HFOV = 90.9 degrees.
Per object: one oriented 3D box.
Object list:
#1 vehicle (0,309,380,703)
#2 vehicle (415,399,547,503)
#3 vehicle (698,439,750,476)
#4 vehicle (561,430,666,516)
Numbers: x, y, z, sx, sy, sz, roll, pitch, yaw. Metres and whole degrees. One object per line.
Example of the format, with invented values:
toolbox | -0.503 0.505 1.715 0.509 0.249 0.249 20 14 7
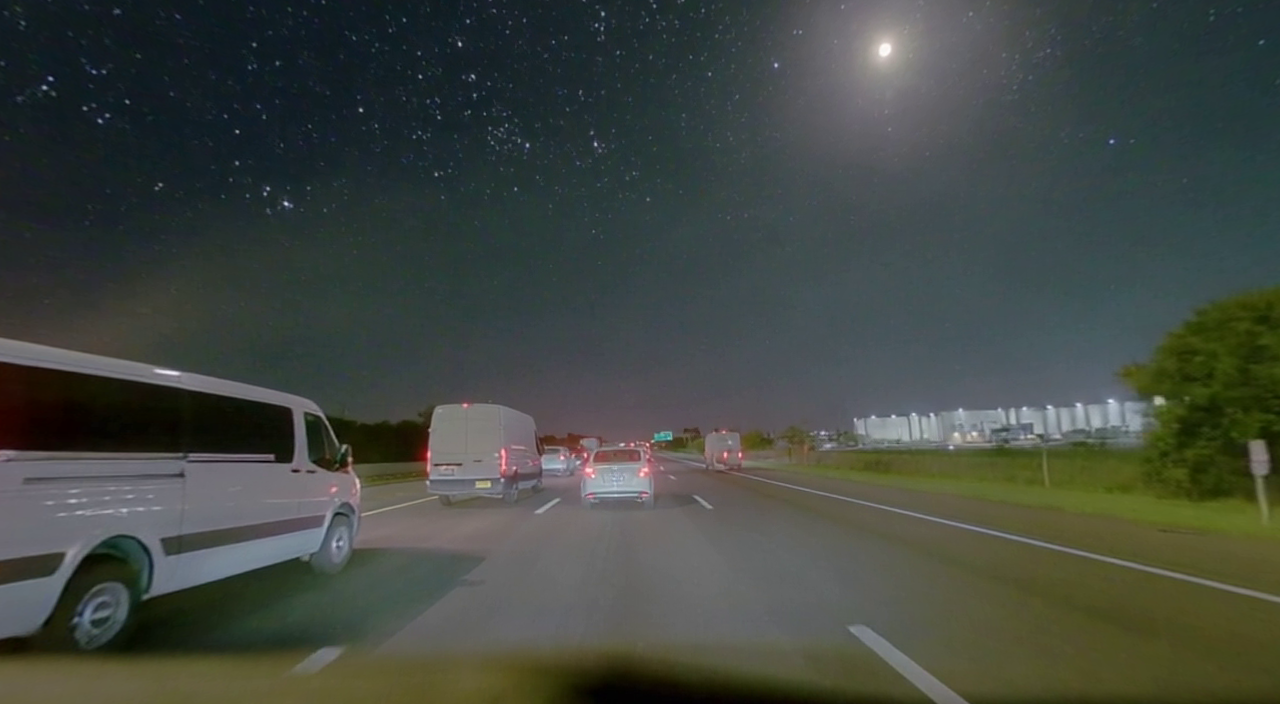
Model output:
vehicle | -4.047 1.021 4.528 2.253 1.892 4.823 0 -9 0
vehicle | -4.547 3.037 19.498 2.248 2.626 6.837 0 -9 0
vehicle | 4.223 5.399 32.294 2.003 1.754 4.134 0 -9 -1
vehicle | -0.517 2.721 14.547 2.093 1.695 3.782 0 -9 0
